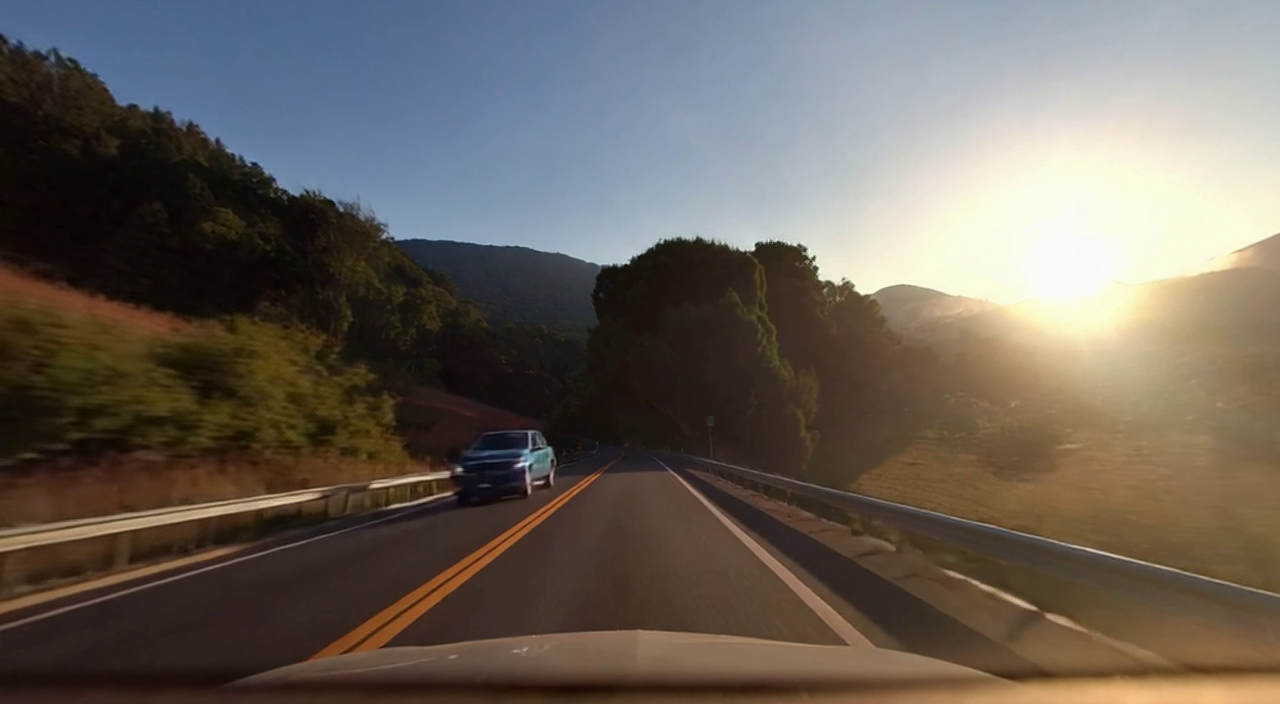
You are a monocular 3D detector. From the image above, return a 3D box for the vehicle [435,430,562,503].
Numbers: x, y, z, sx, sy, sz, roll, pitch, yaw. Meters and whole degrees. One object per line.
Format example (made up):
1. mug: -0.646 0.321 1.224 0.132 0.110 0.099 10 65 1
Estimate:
1. vehicle: -3.795 3.191 18.082 2.415 1.750 4.927 -1 -8 1
